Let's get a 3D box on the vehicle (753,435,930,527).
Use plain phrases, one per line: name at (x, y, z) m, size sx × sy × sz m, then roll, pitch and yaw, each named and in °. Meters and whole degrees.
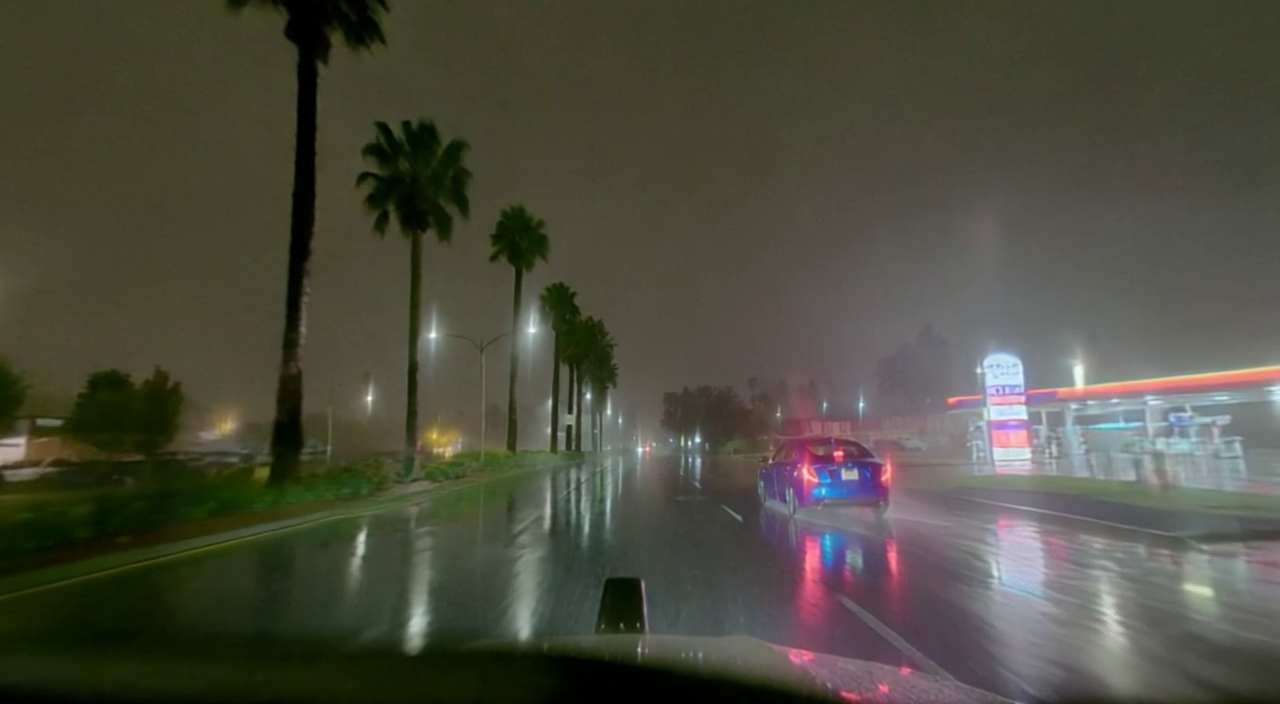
vehicle at (3.587, 2.379, 12.234) m, size 1.978 × 1.442 × 4.262 m, roll 0°, pitch -8°, yaw -1°
